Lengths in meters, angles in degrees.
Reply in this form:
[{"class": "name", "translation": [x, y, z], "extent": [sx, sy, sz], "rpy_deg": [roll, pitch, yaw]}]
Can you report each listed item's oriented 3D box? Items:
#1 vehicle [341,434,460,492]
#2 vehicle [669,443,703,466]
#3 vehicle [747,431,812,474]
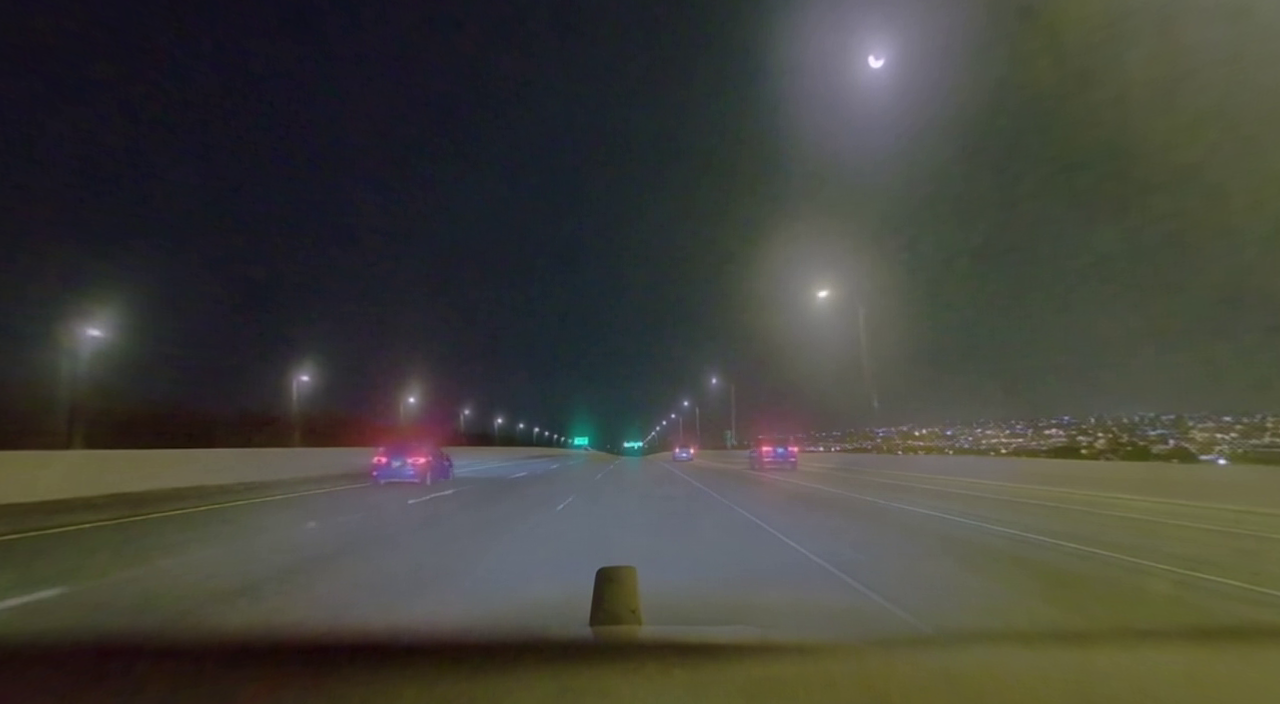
[{"class": "vehicle", "translation": [-7.893, 3.688, 21.534], "extent": [2.083, 1.696, 5.464], "rpy_deg": [1, -8, -2]}, {"class": "vehicle", "translation": [3.183, 7.165, 44.499], "extent": [2.000, 1.533, 3.770], "rpy_deg": [0, -8, -1]}, {"class": "vehicle", "translation": [6.833, 4.985, 31.452], "extent": [2.065, 1.953, 4.605], "rpy_deg": [0, -8, -1]}]
